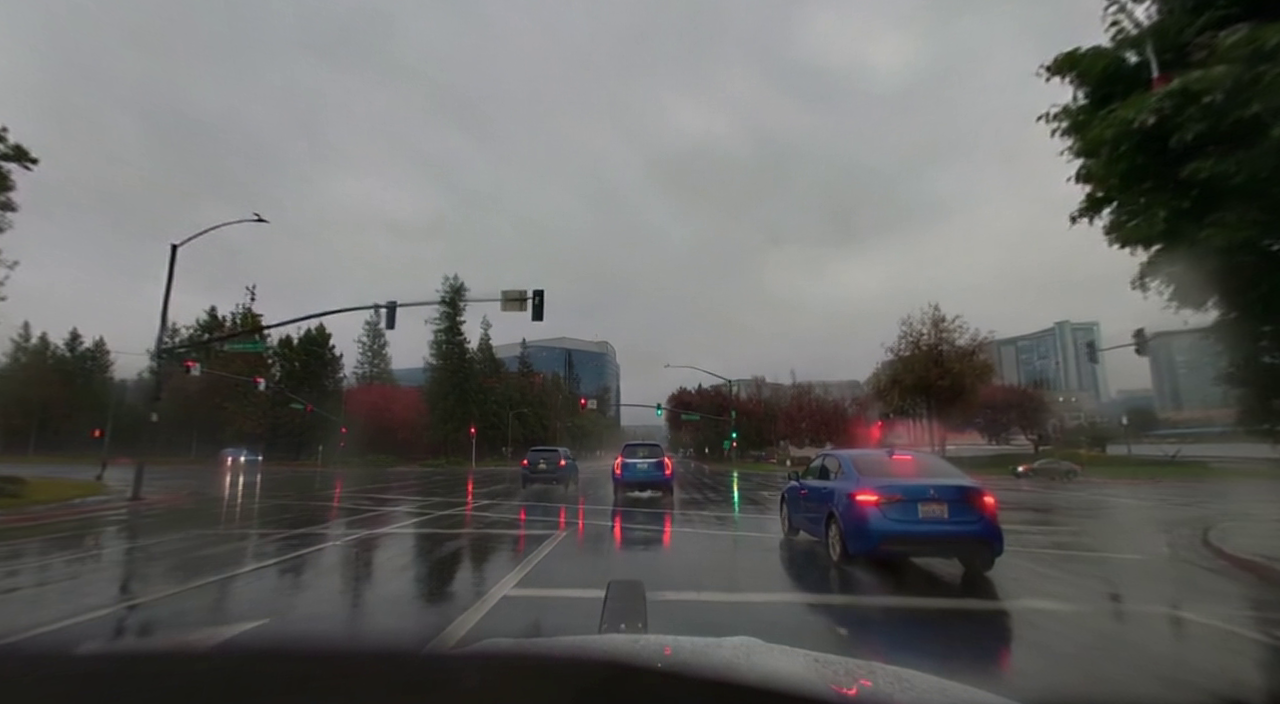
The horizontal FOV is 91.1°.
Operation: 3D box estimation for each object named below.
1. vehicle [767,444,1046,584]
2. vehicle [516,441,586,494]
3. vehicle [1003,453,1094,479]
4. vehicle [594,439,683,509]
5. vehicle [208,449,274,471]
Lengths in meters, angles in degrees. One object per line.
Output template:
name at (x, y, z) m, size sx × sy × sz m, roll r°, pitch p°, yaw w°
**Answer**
vehicle at (3.290, 2.063, 8.993) m, size 2.056 × 1.468 × 4.520 m, roll 0°, pitch -8°, yaw 1°
vehicle at (-2.979, 3.951, 21.871) m, size 1.987 × 1.633 × 4.005 m, roll 0°, pitch -8°, yaw -2°
vehicle at (27.864, 7.794, 43.013) m, size 4.705 × 1.631 × 2.053 m, roll -3°, pitch -9°, yaw 16°
vehicle at (-0.011, 3.232, 17.182) m, size 2.108 × 1.654 × 4.235 m, roll 0°, pitch -8°, yaw 1°
vehicle at (-31.318, 8.450, 49.292) m, size 4.422 × 1.605 × 1.955 m, roll -3°, pitch -9°, yaw 20°
